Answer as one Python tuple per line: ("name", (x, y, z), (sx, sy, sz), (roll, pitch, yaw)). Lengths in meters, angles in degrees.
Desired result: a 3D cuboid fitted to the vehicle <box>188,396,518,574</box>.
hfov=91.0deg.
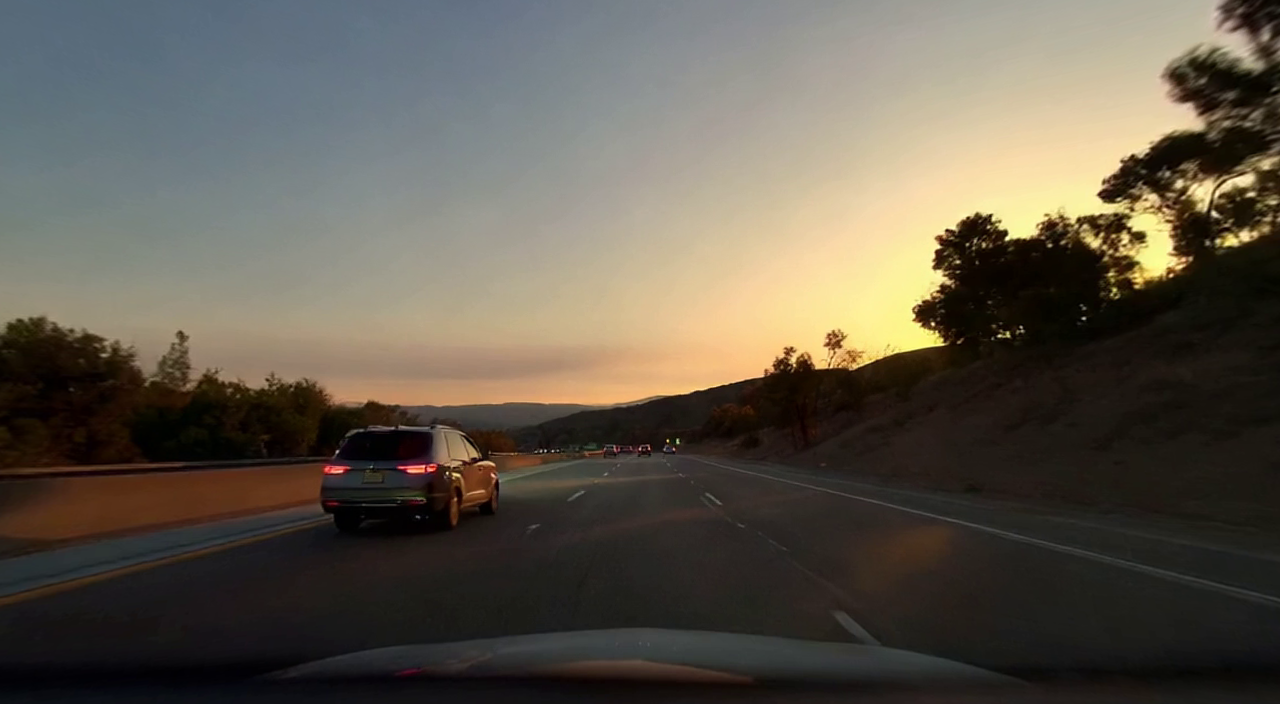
("vehicle", (-3.694, 1.862, 9.729), (2.379, 1.918, 5.504), (0, -8, 1))
